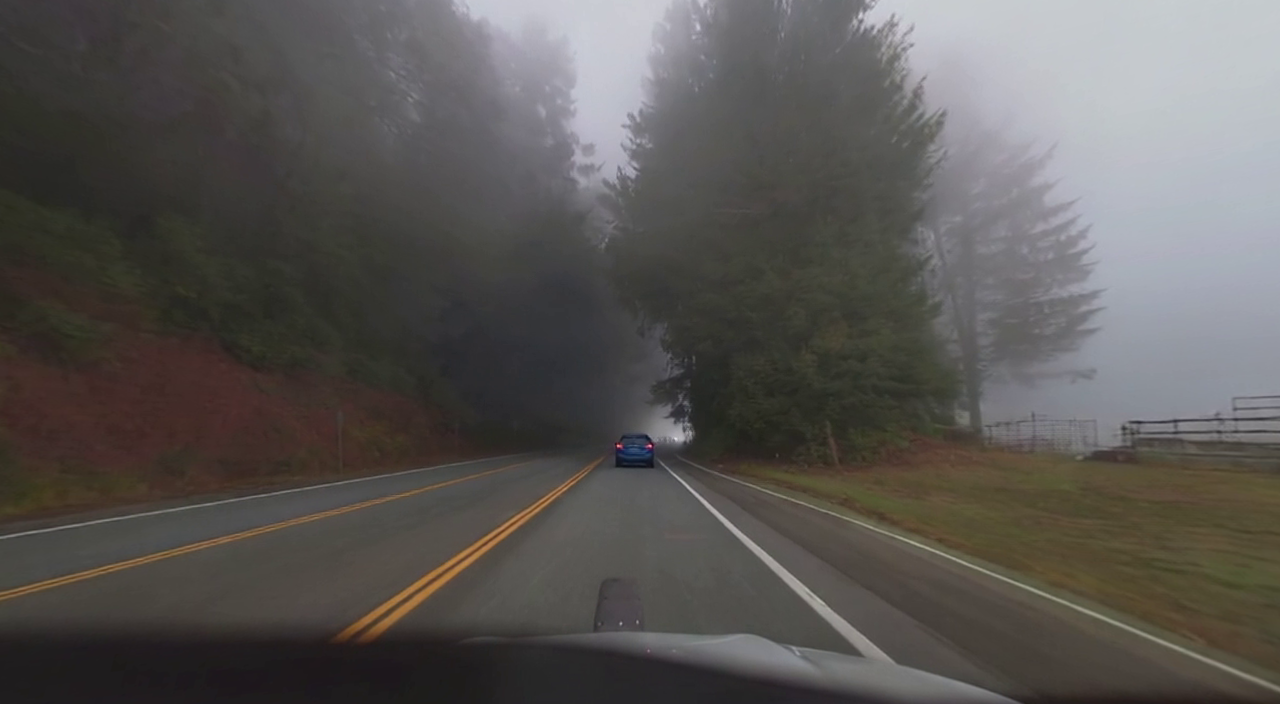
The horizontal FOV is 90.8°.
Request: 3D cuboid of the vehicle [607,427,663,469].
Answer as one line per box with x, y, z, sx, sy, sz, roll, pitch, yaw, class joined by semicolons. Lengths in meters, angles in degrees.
-0.249;4.242;27.909;2.294;1.708;4.110;0;-8;-1;vehicle
